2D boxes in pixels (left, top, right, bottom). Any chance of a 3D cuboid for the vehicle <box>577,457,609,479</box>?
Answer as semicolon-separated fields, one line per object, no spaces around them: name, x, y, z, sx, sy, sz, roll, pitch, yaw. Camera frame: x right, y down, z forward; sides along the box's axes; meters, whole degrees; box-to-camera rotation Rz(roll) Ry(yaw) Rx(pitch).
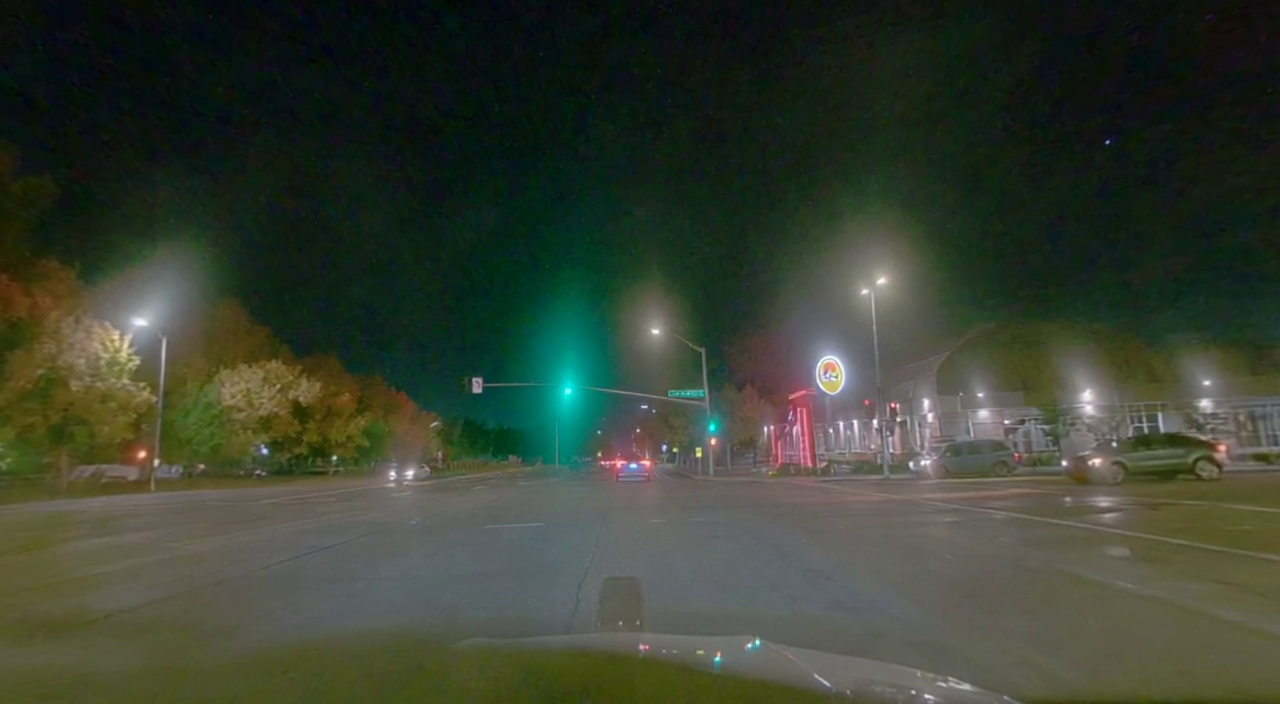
vehicle;-3.461;8.573;46.888;1.967;1.504;4.101;0;-9;1

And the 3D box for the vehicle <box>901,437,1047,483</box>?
vehicle;14.410;4.665;27.498;5.174;1.878;2.000;0;-9;-1

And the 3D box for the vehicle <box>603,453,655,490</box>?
vehicle;-0.436;5.237;27.982;2.115;1.461;3.976;0;-8;1

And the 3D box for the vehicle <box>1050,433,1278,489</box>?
vehicle;14.769;3.079;18.033;4.801;1.473;1.922;0;-9;-1
